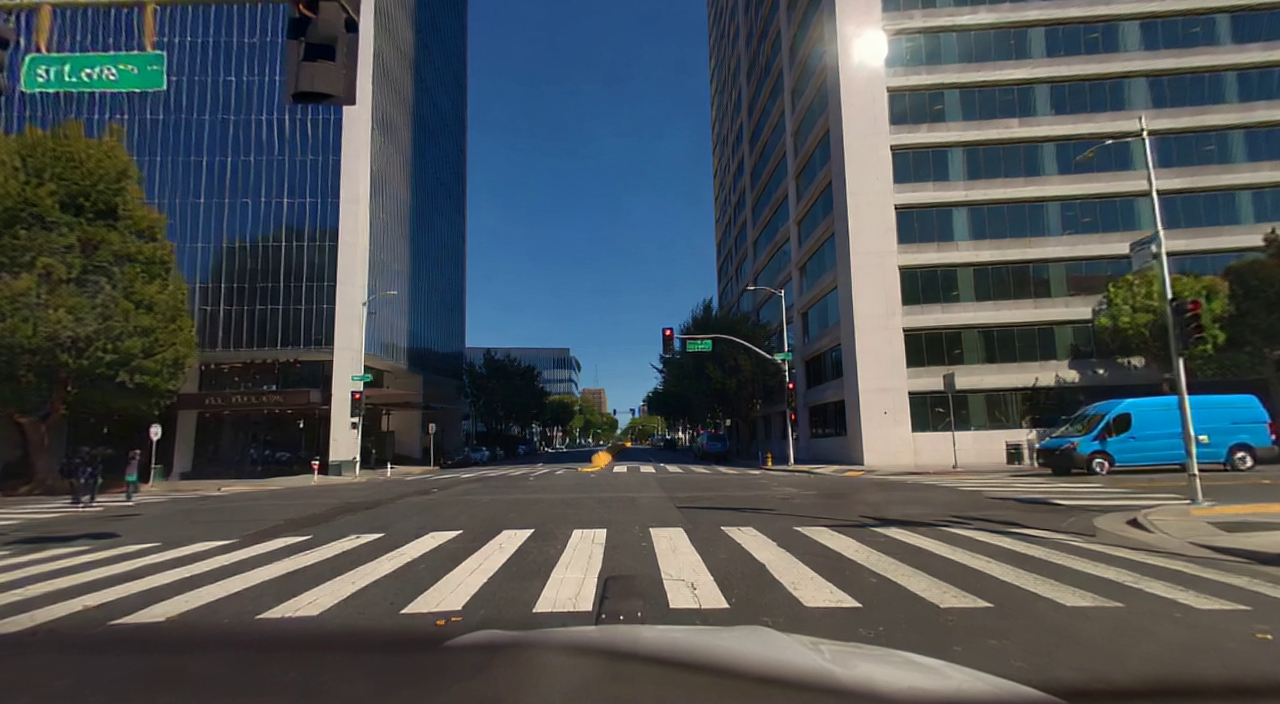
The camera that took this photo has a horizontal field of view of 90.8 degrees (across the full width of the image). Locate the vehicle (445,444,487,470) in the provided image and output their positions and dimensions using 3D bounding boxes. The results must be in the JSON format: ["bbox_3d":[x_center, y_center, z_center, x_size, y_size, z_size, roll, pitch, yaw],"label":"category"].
[{"bbox_3d":[-12.452,7.506,45.375,1.935,1.639,4.244,-3,-8,-2],"label":"vehicle"}]

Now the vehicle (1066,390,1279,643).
[{"bbox_3d":[5.642,1.132,4.222,2.070,1.804,4.881,0,-8,-1],"label":"vehicle"}]
